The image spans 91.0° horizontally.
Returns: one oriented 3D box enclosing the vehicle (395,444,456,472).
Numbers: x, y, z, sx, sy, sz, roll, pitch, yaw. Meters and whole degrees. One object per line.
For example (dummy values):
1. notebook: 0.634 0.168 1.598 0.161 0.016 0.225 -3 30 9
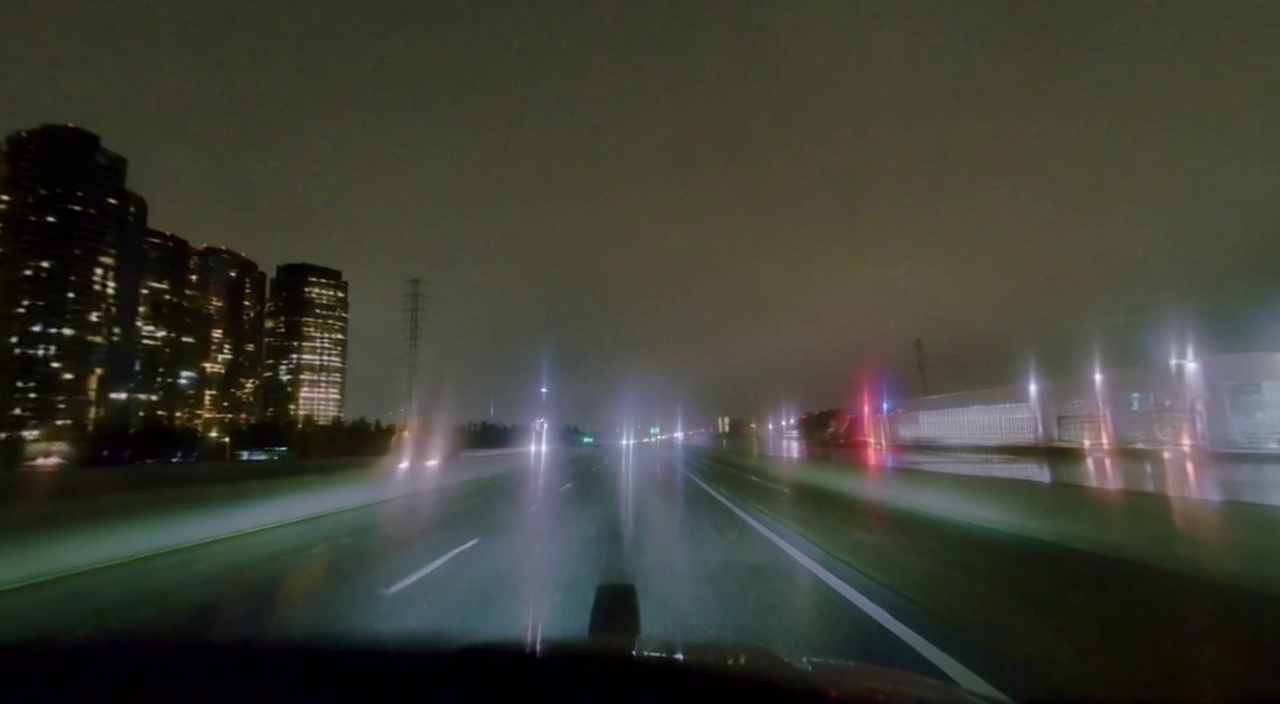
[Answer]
1. vehicle: -12.441 6.141 36.850 1.902 1.469 4.645 -1 -8 1
